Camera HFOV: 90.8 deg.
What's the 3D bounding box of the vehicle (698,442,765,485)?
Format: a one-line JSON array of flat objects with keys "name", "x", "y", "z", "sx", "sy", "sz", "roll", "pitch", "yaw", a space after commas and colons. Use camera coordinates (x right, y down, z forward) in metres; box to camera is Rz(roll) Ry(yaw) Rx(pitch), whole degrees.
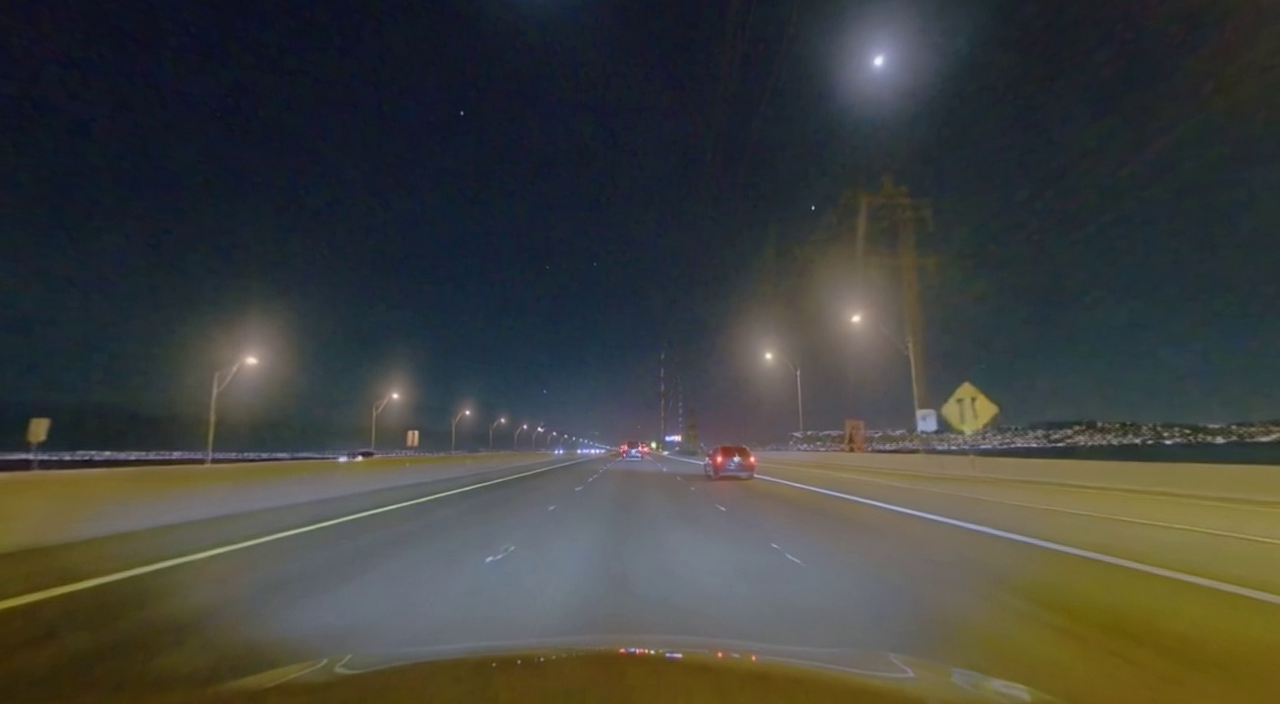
[{"name": "vehicle", "x": 3.445, "y": 4.276, "z": 24.595, "sx": 1.890, "sy": 1.490, "sz": 4.373, "roll": 0, "pitch": -8, "yaw": -1}]
